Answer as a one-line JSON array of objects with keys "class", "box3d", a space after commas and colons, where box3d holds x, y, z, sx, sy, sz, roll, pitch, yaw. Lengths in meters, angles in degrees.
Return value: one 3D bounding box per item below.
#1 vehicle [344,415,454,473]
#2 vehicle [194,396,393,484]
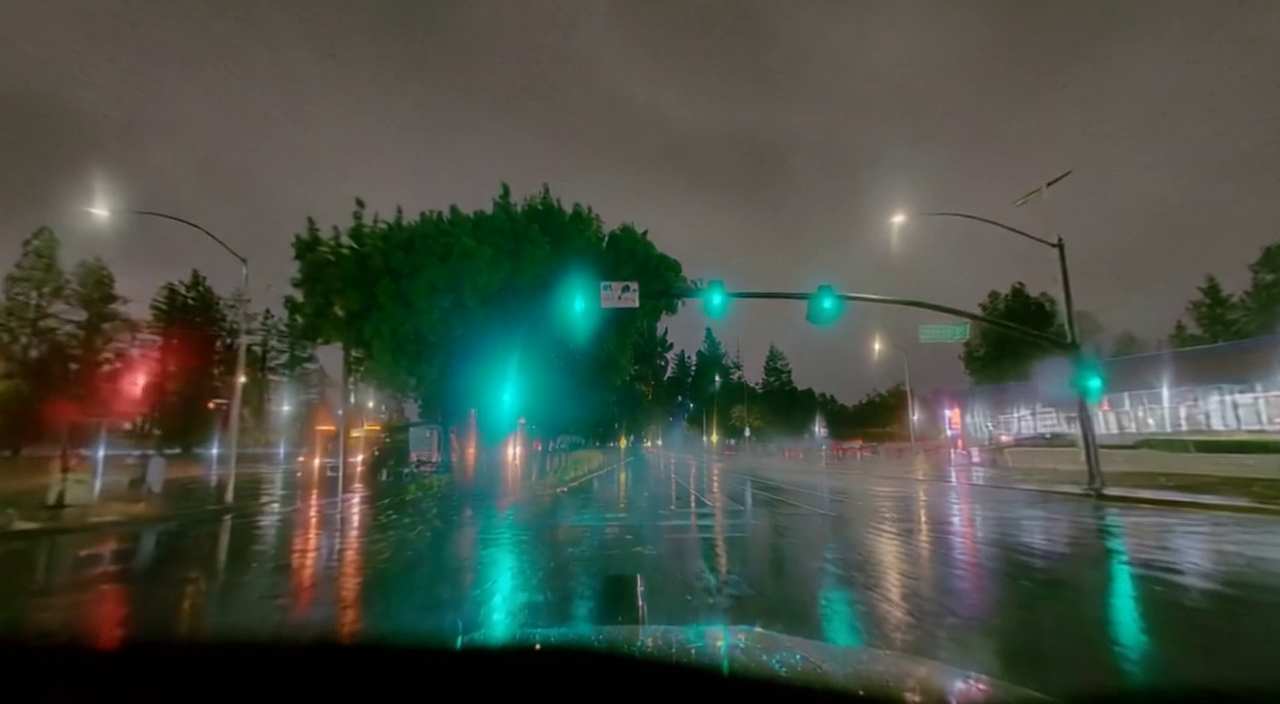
[{"class": "vehicle", "box3d": [-17.821, 7.058, 48.254, 3.044, 3.826, 13.690, 0, -9, 0]}, {"class": "vehicle", "box3d": [-17.745, 4.920, 34.439, 2.953, 3.772, 14.243, 0, -9, -1]}]
